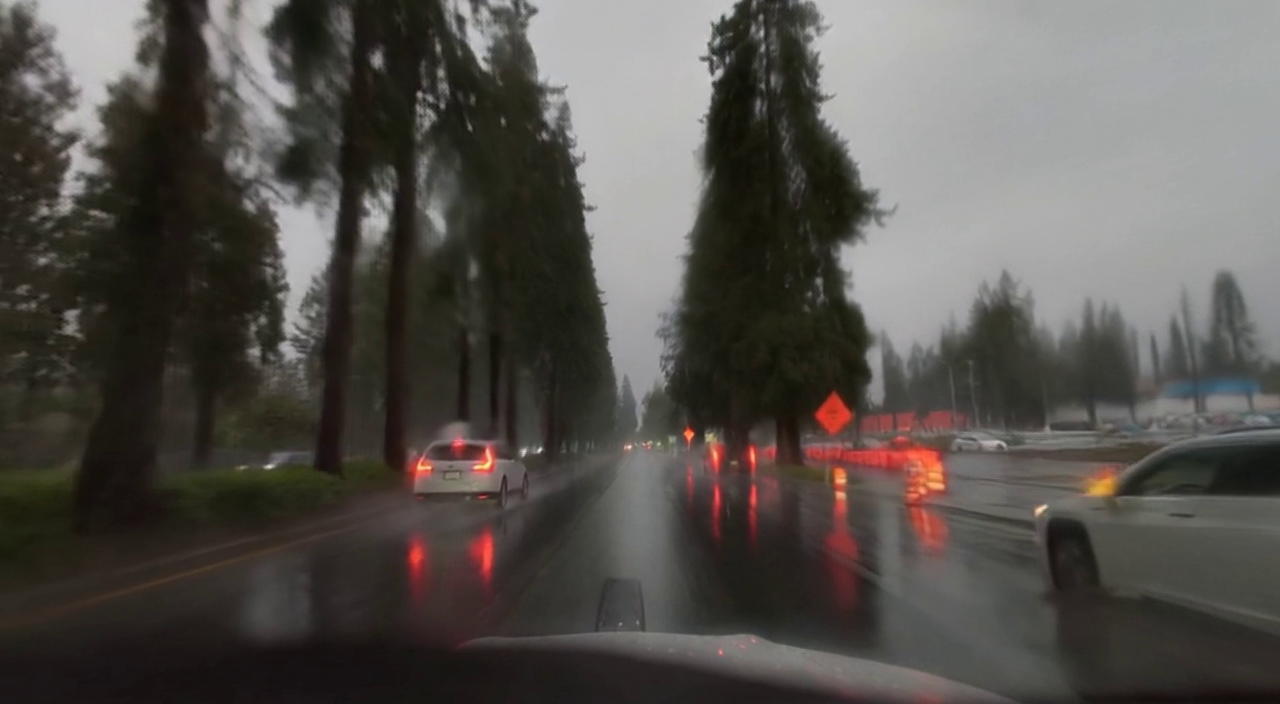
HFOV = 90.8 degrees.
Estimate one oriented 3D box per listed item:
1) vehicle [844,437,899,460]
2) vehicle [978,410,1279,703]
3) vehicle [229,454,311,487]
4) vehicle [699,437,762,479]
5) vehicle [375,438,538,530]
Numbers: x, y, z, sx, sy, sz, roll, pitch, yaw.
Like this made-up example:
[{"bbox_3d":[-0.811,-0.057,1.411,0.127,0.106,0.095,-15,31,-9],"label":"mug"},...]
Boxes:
[{"bbox_3d":[17.062,7.142,46.796,1.941,1.559,4.633,1,-9,-6],"label":"vehicle"},{"bbox_3d":[4.120,1.165,3.991,1.827,1.491,3.743,0,-9,-1],"label":"vehicle"},{"bbox_3d":[-20.607,6.562,35.404,1.923,1.669,4.407,0,-9,0],"label":"vehicle"},{"bbox_3d":[4.183,5.001,30.033,2.159,1.793,4.735,0,-9,-1],"label":"vehicle"},{"bbox_3d":[-3.363,2.496,12.510,2.020,1.474,4.098,0,-9,0],"label":"vehicle"}]
